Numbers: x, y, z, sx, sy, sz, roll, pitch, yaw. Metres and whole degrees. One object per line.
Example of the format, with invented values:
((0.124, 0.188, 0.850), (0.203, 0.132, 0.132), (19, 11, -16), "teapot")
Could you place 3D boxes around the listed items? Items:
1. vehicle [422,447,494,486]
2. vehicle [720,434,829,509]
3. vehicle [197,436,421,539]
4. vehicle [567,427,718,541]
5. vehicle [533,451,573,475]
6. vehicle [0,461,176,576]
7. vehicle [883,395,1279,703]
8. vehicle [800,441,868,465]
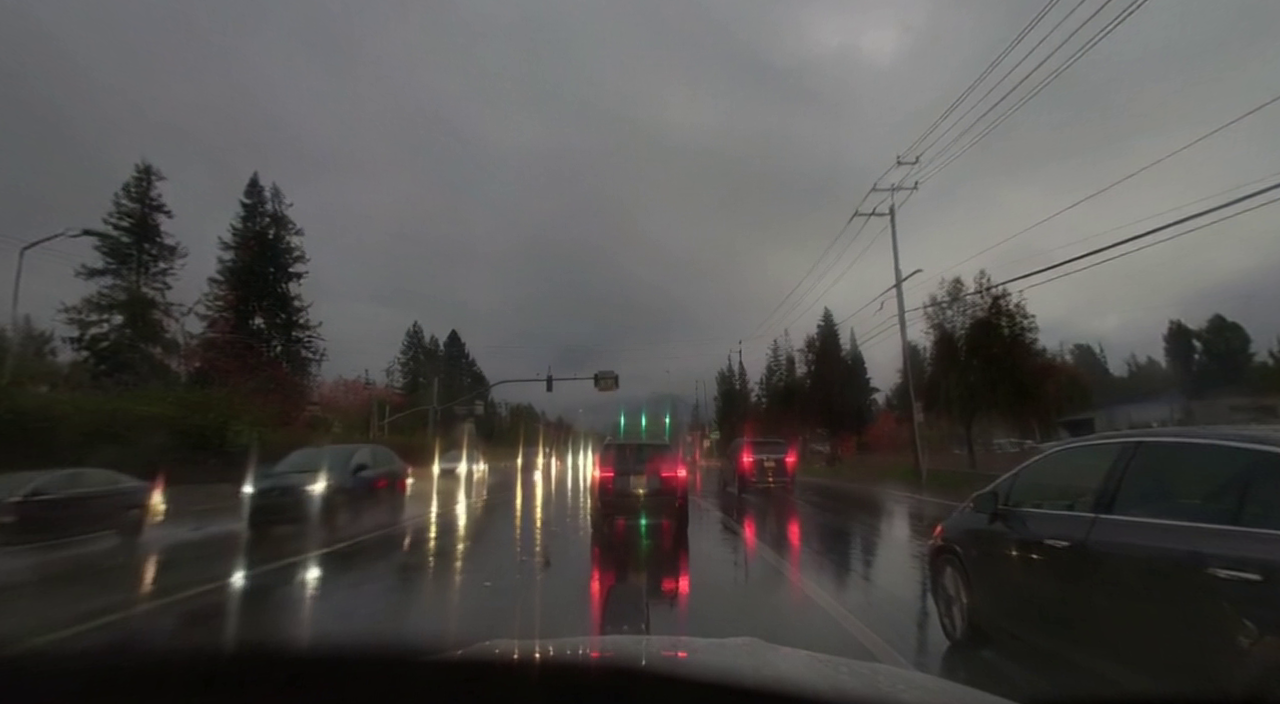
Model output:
((-9.393, 5.938, 33.129), (2.086, 1.850, 5.349), (-1, -8, 1), "vehicle")
((3.319, 3.023, 16.411), (1.914, 1.698, 4.049), (0, -8, 0), "vehicle")
((-6.419, 2.649, 13.007), (2.218, 1.722, 4.397), (0, -8, 0), "vehicle")
((0.052, 2.247, 11.390), (2.200, 1.653, 4.127), (0, -8, 1), "vehicle")
((-5.825, 7.439, 42.478), (1.974, 1.466, 4.427), (-1, -8, 1), "vehicle")
((-9.511, 2.419, 9.386), (1.854, 1.459, 4.288), (0, -8, 1), "vehicle")
((2.873, 1.008, 2.759), (1.950, 1.487, 4.275), (0, -8, 1), "vehicle")
((14.304, 7.449, 46.587), (4.406, 1.668, 2.041), (3, -9, -20), "vehicle")
